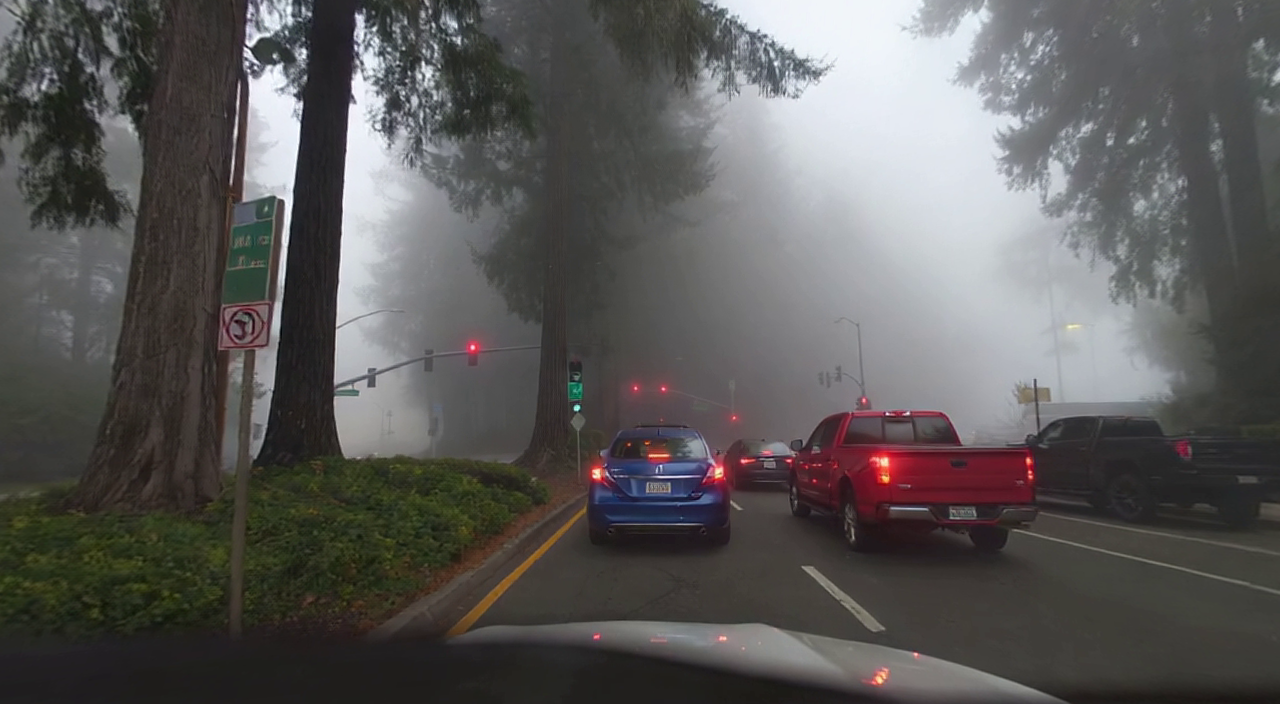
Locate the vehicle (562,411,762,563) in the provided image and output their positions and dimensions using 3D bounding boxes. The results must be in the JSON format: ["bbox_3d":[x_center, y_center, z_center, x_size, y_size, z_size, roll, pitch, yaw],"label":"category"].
[{"bbox_3d":[0.246,1.775,8.962,2.168,1.641,4.039,0,-8,0],"label":"vehicle"}]

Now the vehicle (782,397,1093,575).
[{"bbox_3d":[3.394,1.631,8.384,2.099,1.725,4.290,0,-8,1],"label":"vehicle"}]
